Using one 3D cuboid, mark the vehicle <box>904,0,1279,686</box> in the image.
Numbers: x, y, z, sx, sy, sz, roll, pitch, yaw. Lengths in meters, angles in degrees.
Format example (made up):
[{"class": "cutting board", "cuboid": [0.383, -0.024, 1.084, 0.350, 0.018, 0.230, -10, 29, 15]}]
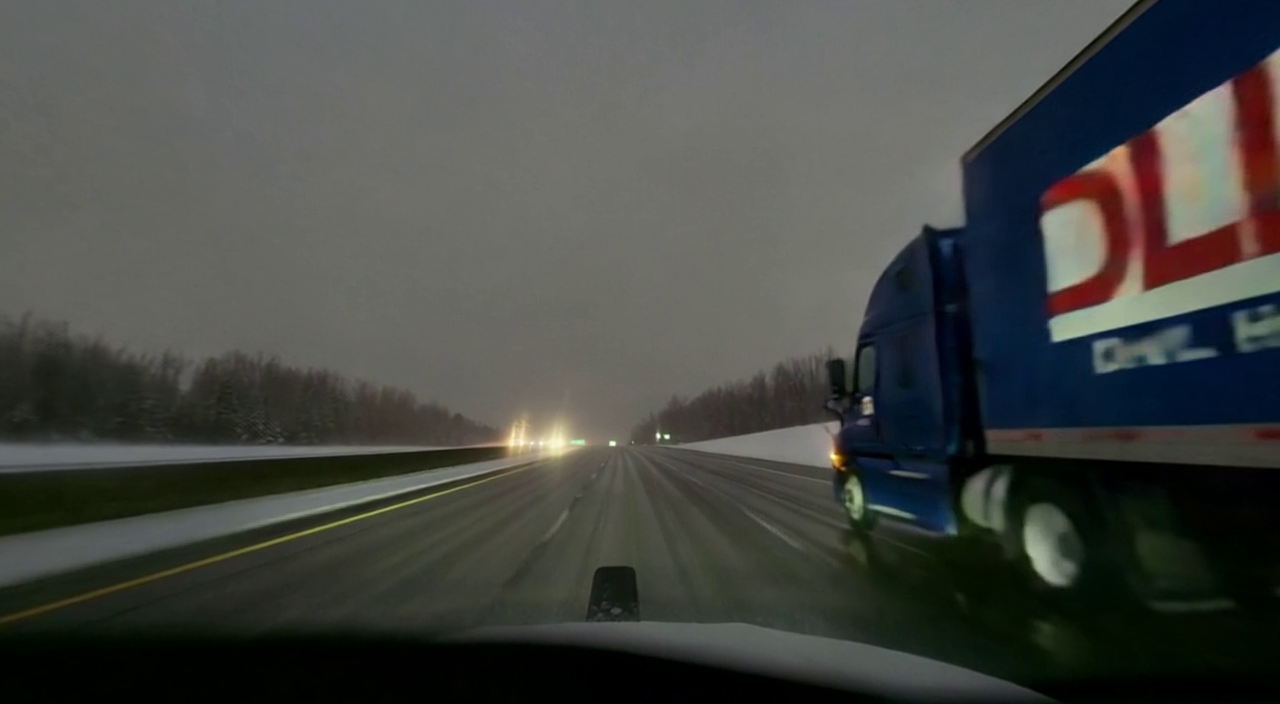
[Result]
[{"class": "vehicle", "cuboid": [4.949, -0.337, 2.746, 3.041, 4.012, 10.162, 0, -8, -1]}]
